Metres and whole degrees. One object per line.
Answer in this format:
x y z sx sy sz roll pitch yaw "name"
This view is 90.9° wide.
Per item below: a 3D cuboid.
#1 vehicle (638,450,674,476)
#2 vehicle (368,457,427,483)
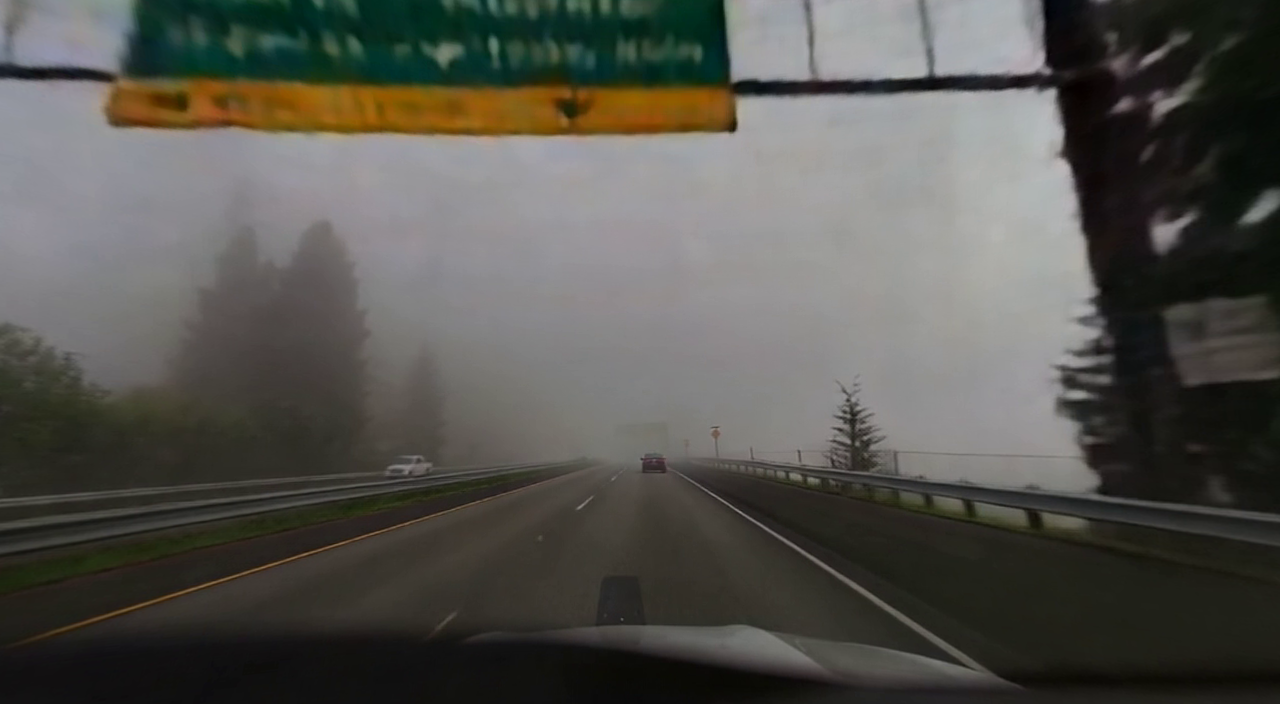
0.917 6.706 38.290 2.036 1.457 3.471 0 -9 -1 "vehicle"
-17.180 8.374 44.959 2.335 1.694 4.933 0 -9 -1 "vehicle"
